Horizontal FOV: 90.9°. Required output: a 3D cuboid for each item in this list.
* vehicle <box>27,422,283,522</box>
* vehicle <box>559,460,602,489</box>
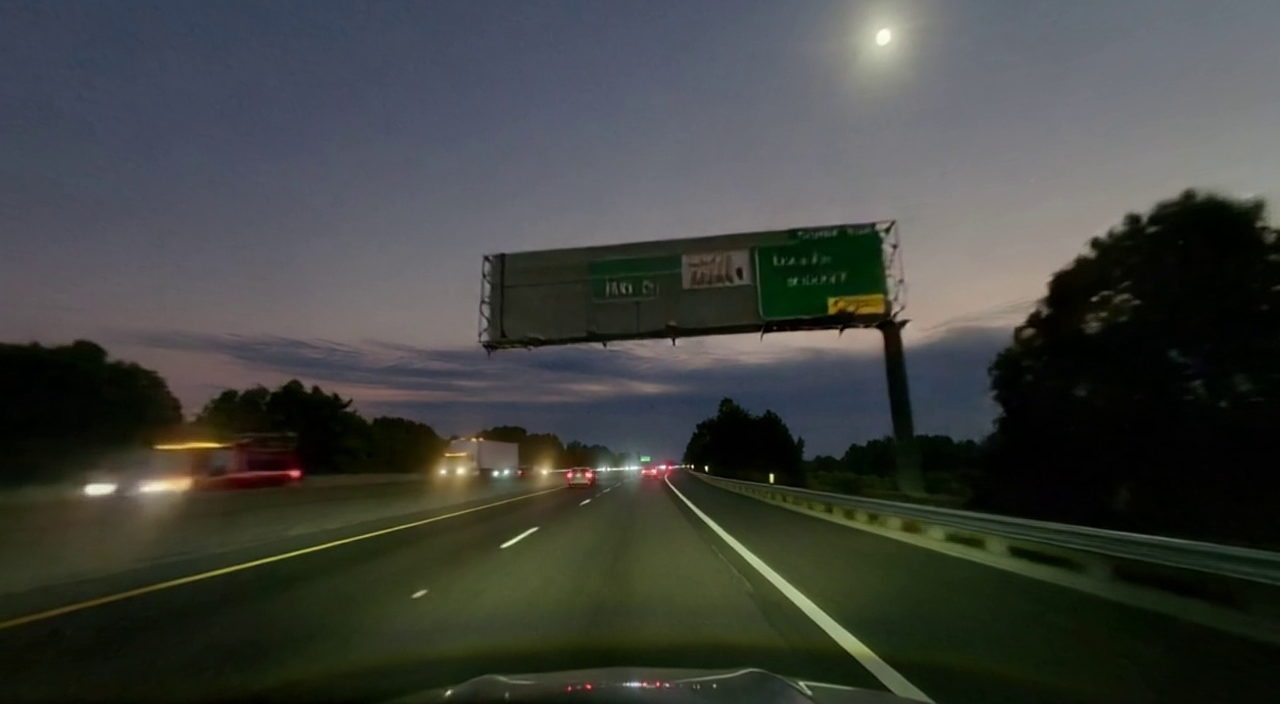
[{"bbox_3d":[-12.557,3.219,17.080,2.282,2.189,5.633,1,-11,1],"label":"vehicle"},{"bbox_3d":[-3.742,7.883,40.683,2.160,1.721,4.368,1,-11,2],"label":"vehicle"}]
